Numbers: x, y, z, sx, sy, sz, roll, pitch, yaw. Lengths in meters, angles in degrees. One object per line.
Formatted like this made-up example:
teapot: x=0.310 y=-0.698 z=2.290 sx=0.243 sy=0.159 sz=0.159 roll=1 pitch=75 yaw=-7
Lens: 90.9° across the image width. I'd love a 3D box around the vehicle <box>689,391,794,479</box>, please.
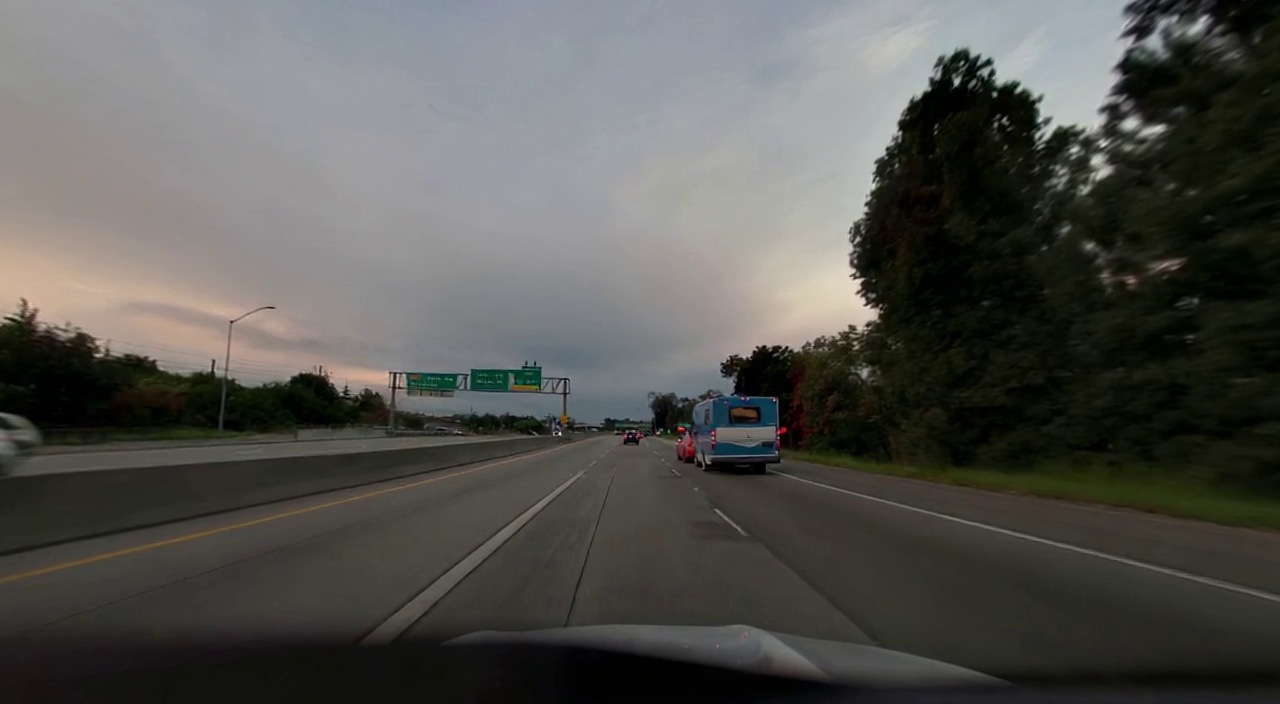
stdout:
vehicle: x=3.303 y=2.893 z=21.990 sx=2.590 sy=2.680 sz=5.445 roll=0 pitch=-8 yaw=-2
